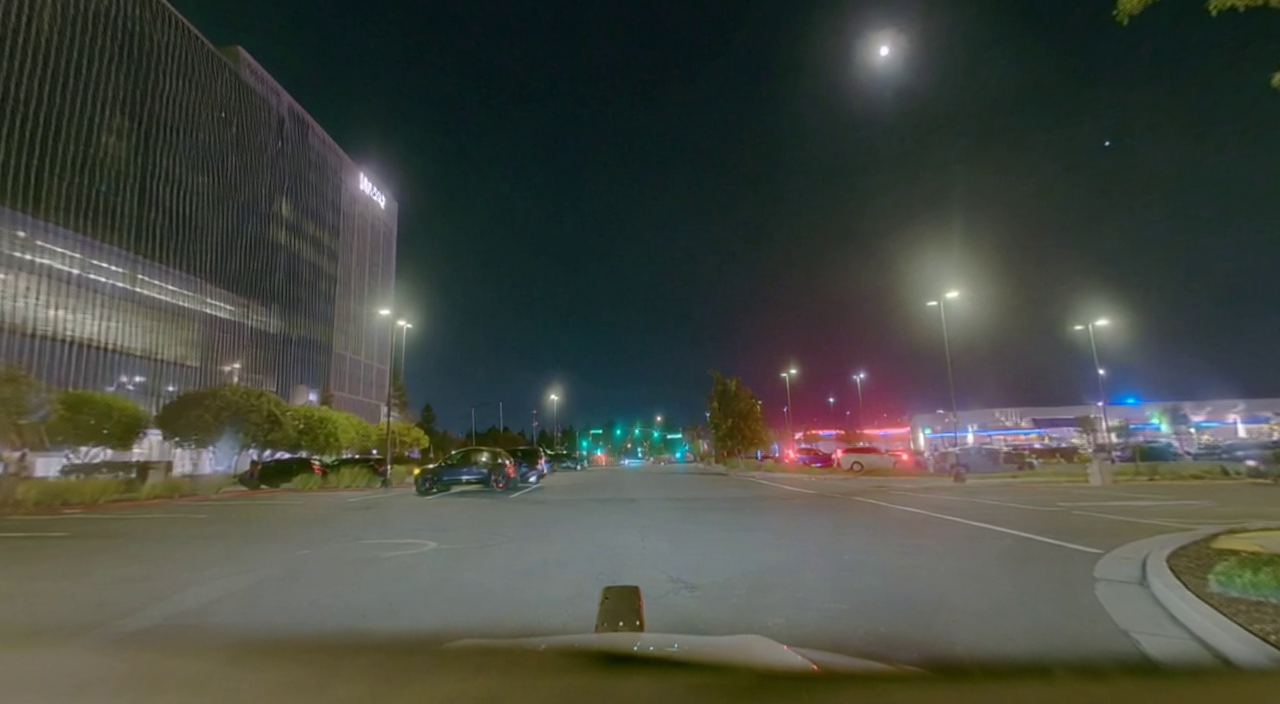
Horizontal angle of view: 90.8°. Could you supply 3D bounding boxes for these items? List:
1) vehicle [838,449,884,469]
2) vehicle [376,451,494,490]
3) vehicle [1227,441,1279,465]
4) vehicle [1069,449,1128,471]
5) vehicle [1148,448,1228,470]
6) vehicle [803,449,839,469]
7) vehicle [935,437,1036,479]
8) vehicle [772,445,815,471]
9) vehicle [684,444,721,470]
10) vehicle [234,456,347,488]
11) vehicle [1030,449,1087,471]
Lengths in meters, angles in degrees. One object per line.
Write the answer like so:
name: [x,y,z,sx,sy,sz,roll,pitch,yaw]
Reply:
vehicle: [17.076,8.260,49.005,1.971,1.478,4.477,0,-9,1]
vehicle: [-8.701,4.995,26.879,4.442,1.504,1.809,5,-10,-28]
vehicle: [43.053,6.892,43.049,1.758,1.572,4.421,0,-9,1]
vehicle: [31.322,7.364,43.265,1.519,1.371,3.278,0,-9,0]
vehicle: [37.013,7.197,42.817,1.678,1.423,4.191,0,-9,0]
vehicle: [14.178,8.347,49.614,1.935,1.477,3.719,0,-9,3]
vehicle: [16.475,5.064,30.482,2.048,1.852,4.998,0,-9,0]
vehicle: [10.530,7.267,43.661,1.936,1.673,4.305,0,-8,0]
vehicle: [4.610,7.787,47.218,2.262,1.794,5.331,0,-8,1]
vehicle: [-16.708,5.722,30.336,4.331,1.437,1.876,0,-9,3]
vehicle: [28.341,7.317,42.910,1.495,1.371,3.336,-1,-9,-1]
